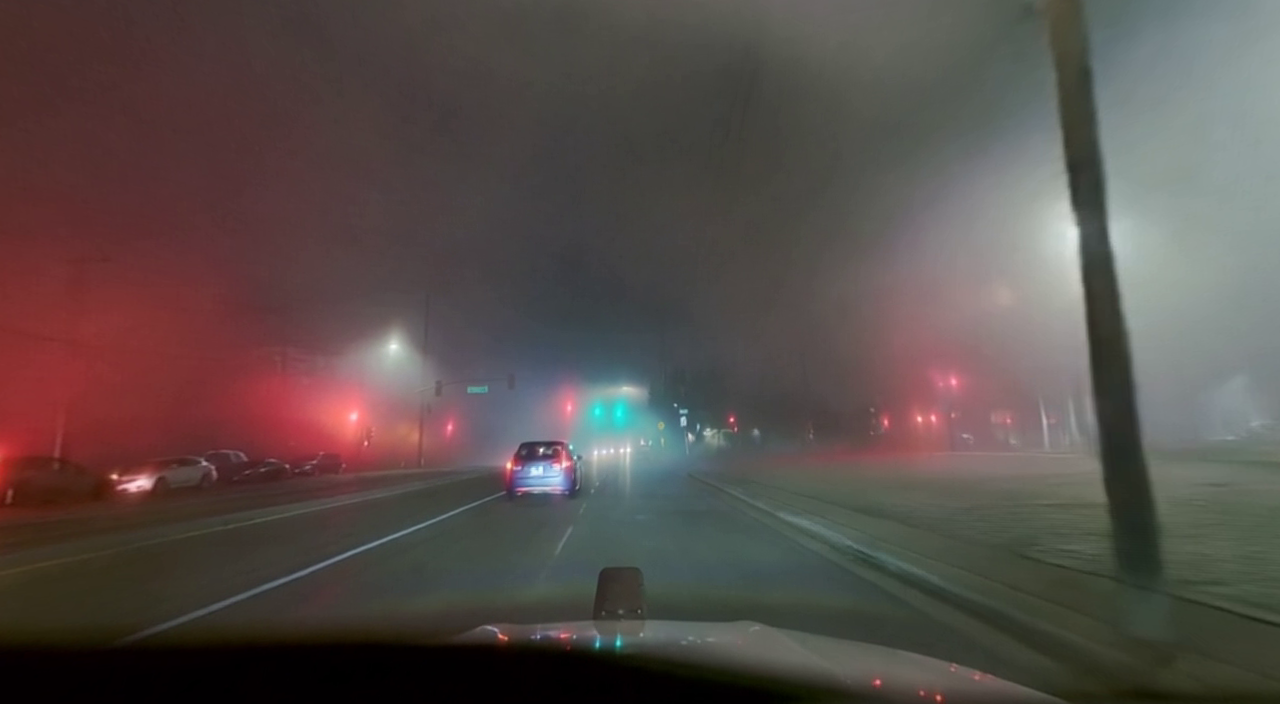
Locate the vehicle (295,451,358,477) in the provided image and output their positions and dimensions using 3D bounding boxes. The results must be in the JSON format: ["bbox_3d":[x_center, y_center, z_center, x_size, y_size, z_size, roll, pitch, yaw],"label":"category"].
[{"bbox_3d":[-21.248,7.576,43.031,1.989,1.689,4.388,0,-9,0],"label":"vehicle"}]

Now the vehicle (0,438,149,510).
[{"bbox_3d":[-20.714,4.117,21.881,2.369,2.159,6.388,0,-9,-1],"label":"vehicle"}]

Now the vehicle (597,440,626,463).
[{"bbox_3d":[-2.228,7.832,49.767,2.144,1.681,3.855,0,-9,-2],"label":"vehicle"}]

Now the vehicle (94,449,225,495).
[{"bbox_3d":[-20.749,5.166,27.626,2.015,1.815,4.856,0,-9,-3],"label":"vehicle"}]

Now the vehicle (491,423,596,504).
[{"bbox_3d":[-2.228,2.740,15.793,2.022,1.757,4.041,0,-9,-1],"label":"vehicle"}]

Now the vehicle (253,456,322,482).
[{"bbox_3d":[-21.224,7.041,38.243,1.790,1.415,4.450,0,-9,-3],"label":"vehicle"}]
